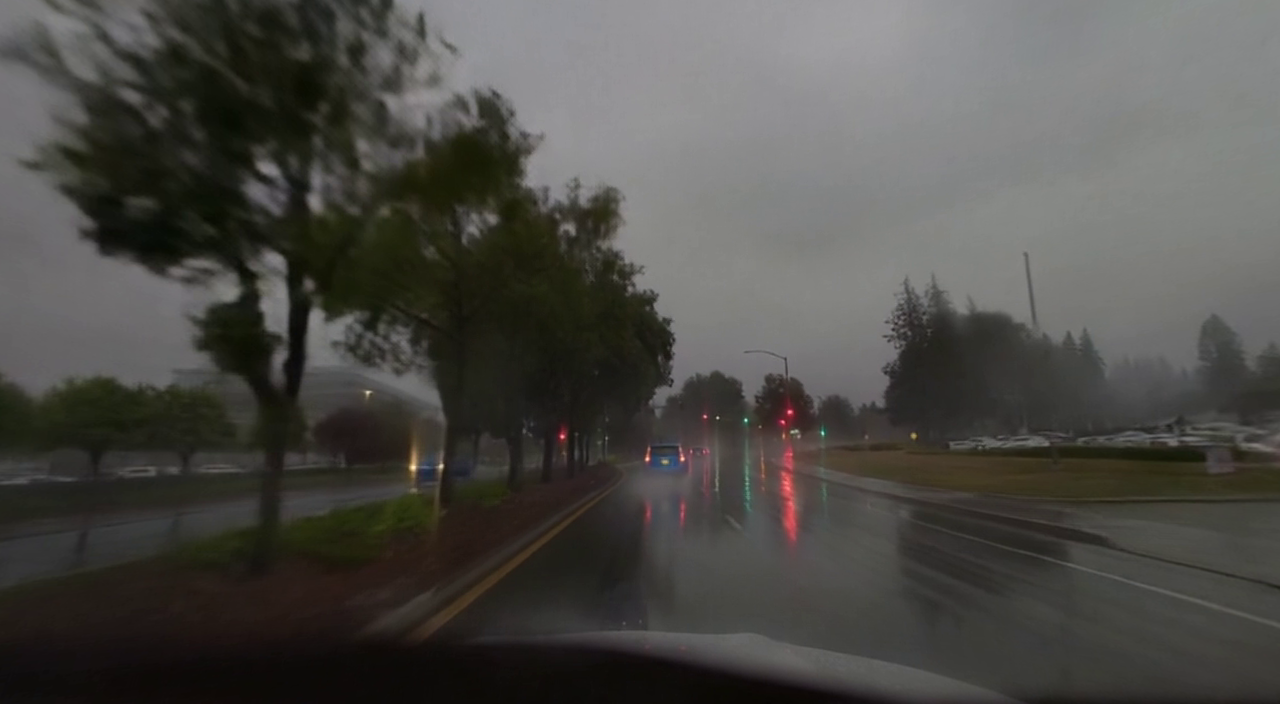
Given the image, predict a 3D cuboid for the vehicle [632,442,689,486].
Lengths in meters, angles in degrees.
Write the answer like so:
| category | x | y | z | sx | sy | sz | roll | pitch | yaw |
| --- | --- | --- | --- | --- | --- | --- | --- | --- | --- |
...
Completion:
| category | x | y | z | sx | sy | sz | roll | pitch | yaw |
| --- | --- | --- | --- | --- | --- | --- | --- | --- | --- |
| vehicle | 0.846 | 4.257 | 24.216 | 2.010 | 1.535 | 3.735 | -1 | -8 | 3 |
